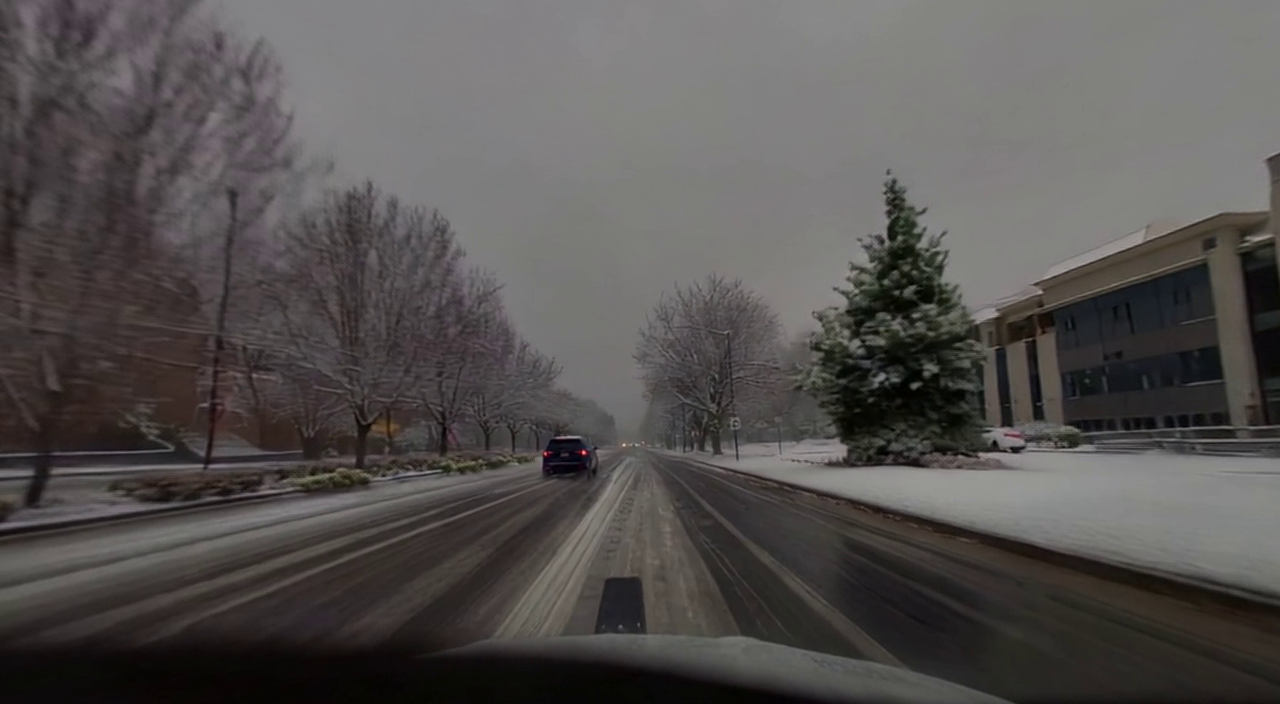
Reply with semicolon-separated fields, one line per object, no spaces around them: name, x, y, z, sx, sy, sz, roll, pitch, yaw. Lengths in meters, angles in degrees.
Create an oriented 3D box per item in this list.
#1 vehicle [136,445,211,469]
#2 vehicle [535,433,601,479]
vehicle;-33.539;7.548;45.345;3.856;1.655;1.842;1;-9;-3
vehicle;-2.994;4.458;27.077;2.112;1.779;4.489;0;-9;2
